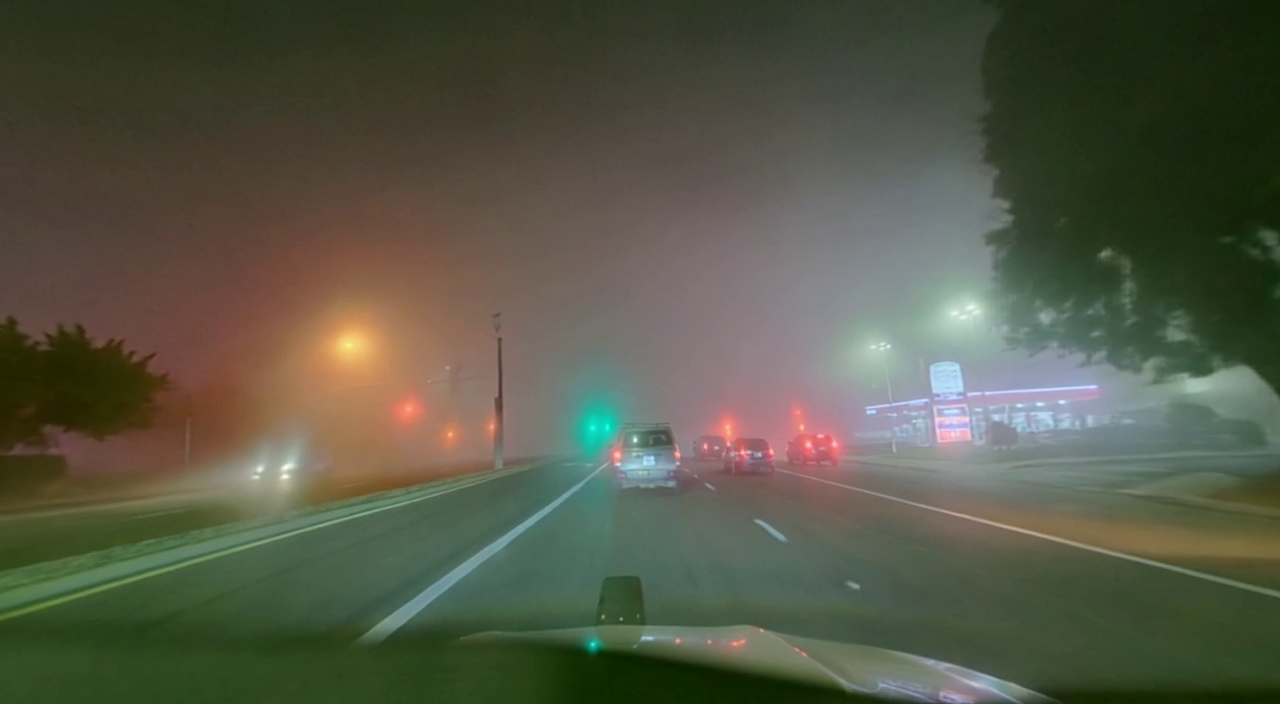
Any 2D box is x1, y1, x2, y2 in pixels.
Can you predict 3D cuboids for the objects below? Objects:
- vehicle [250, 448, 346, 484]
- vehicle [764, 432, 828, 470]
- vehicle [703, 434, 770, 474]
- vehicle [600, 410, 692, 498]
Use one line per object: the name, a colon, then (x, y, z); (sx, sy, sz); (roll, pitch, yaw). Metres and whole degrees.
vehicle: (-15.522, 5.168, 29.007); (1.914, 1.496, 4.361); (0, -8, 1)
vehicle: (6.979, 4.496, 28.728); (1.793, 1.585, 4.130); (0, -8, -1)
vehicle: (3.824, 4.139, 25.781); (1.940, 1.474, 4.234); (0, -8, -2)
vehicle: (0.041, 2.613, 16.492); (2.038, 1.917, 4.900); (0, -8, -2)
